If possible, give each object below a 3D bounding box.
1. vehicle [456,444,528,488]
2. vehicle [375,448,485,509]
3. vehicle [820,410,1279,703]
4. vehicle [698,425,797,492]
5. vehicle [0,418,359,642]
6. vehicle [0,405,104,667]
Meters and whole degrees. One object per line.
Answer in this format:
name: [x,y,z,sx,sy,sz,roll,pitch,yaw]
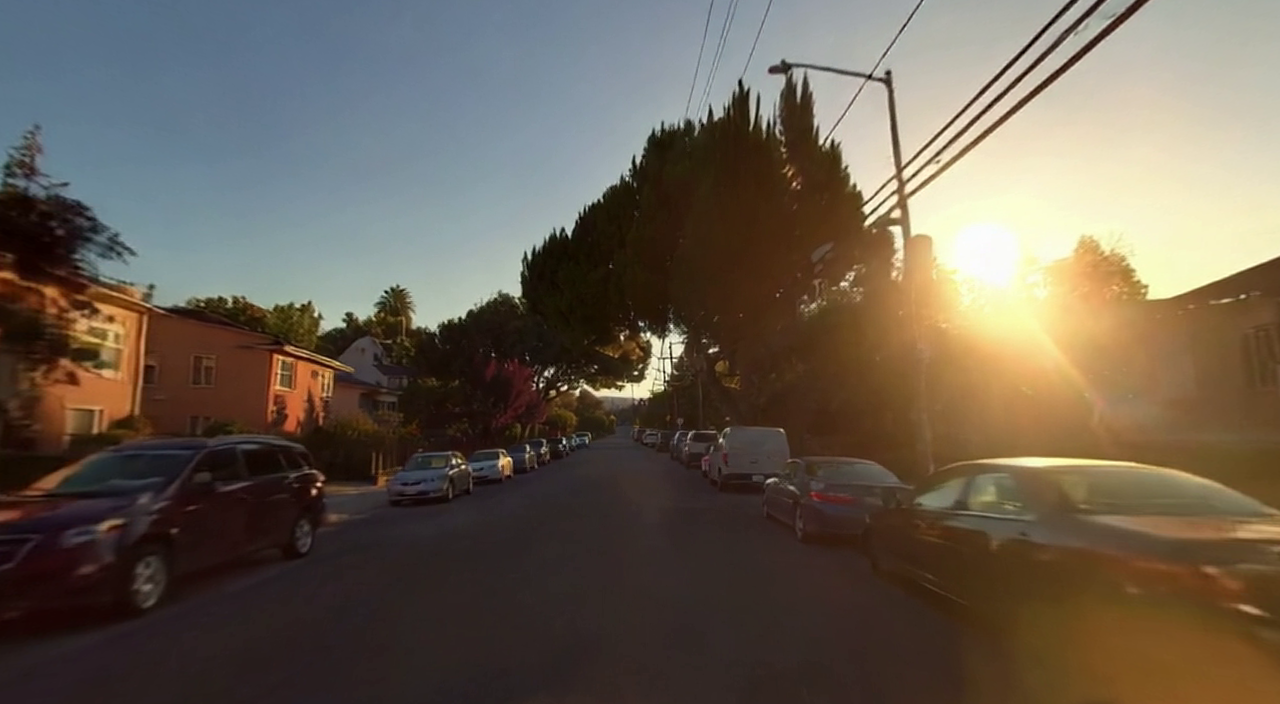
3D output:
vehicle: [-6.383,4.929,27.791,1.924,1.525,4.688,-5,-8,0]
vehicle: [-6.406,3.863,19.977,2.002,1.585,5.080,-1,-8,-3]
vehicle: [3.292,1.428,5.094,2.126,1.448,4.853,0,-11,-1]
vehicle: [3.276,3.398,20.450,2.107,1.866,5.199,0,-9,-2]
vehicle: [-5.883,2.013,8.372,2.096,1.966,4.944,-4,-8,-1]
vehicle: [-5.872,1.088,2.702,2.184,1.958,5.757,0,-9,-1]
